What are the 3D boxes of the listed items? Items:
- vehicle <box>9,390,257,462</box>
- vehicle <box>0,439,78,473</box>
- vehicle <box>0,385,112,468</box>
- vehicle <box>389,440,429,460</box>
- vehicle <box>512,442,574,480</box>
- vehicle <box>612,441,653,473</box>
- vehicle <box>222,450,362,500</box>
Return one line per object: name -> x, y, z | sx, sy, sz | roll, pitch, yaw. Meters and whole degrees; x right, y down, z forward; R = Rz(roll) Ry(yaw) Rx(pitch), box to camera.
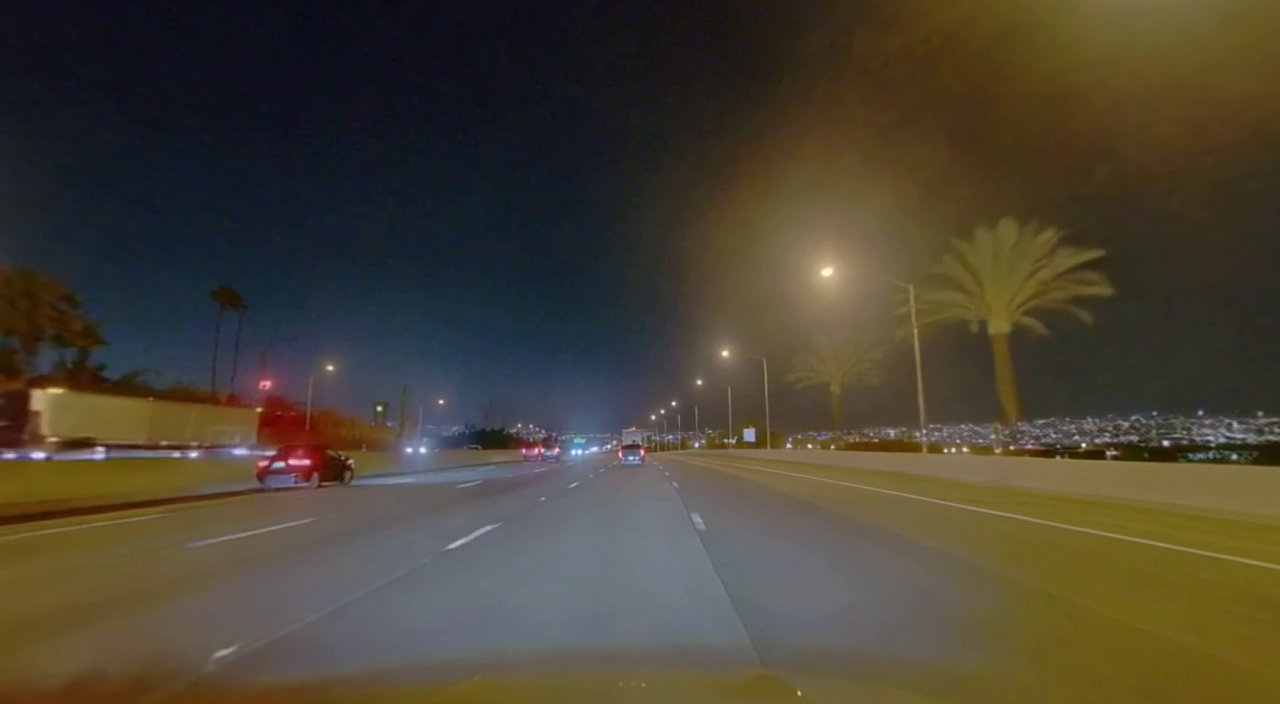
vehicle -> -32.844, 5.306, 43.009 | 2.883, 3.957, 16.802 | 0, -9, 1
vehicle -> -29.038, 4.807, 29.287 | 1.751, 1.455, 4.513 | 0, -9, 1
vehicle -> -32.949, 3.830, 32.127 | 3.163, 4.010, 9.911 | 0, -9, 3
vehicle -> -17.994, 7.629, 49.300 | 1.774, 1.453, 3.552 | 0, -9, 0
vehicle -> -4.579, 5.244, 30.581 | 2.204, 1.677, 4.438 | 0, -9, 1
vehicle -> -0.390, 5.943, 35.972 | 2.201, 1.672, 4.128 | 0, -9, 0
vehicle -> -11.634, 4.096, 21.592 | 1.946, 1.473, 4.763 | 0, -9, 2
